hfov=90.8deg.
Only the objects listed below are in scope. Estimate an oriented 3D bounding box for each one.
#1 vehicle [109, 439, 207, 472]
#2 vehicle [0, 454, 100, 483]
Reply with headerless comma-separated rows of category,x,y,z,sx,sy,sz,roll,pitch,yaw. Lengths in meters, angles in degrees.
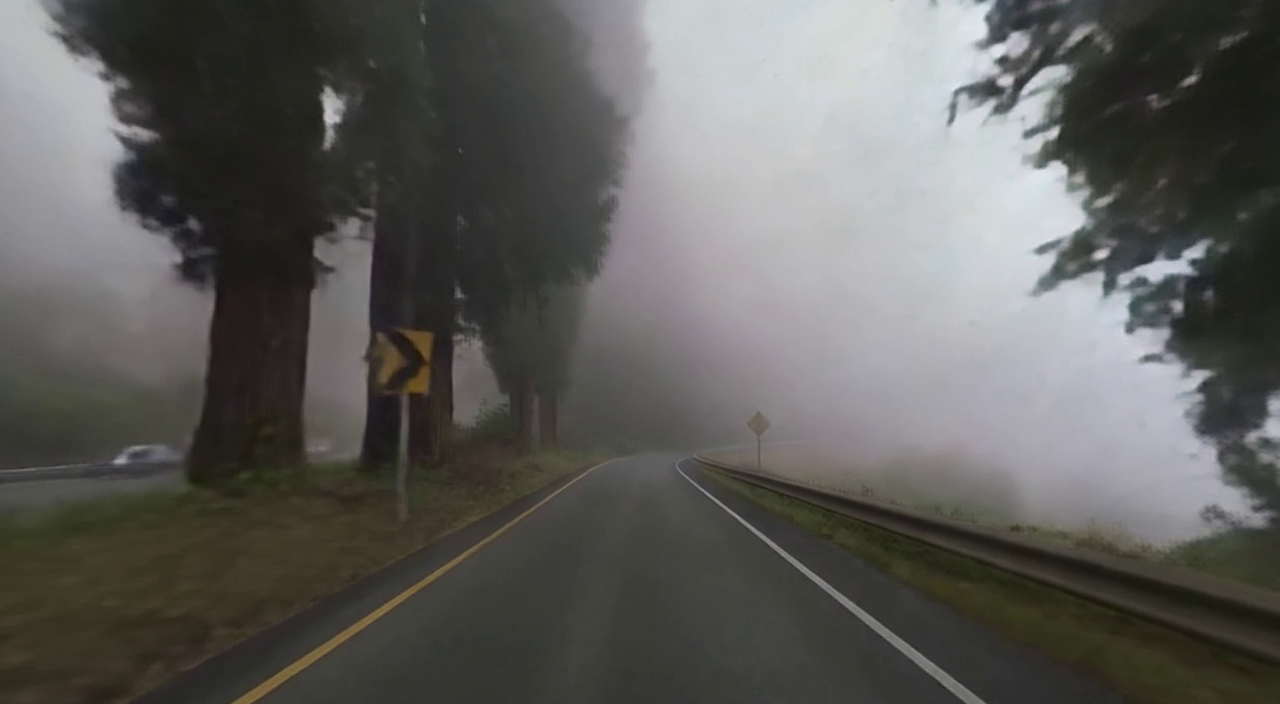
vehicle,-27.939,6.018,36.880,2.123,1.738,4.945,0,-9,-5
vehicle,-32.054,6.228,34.108,1.868,1.427,4.726,0,-9,-5
